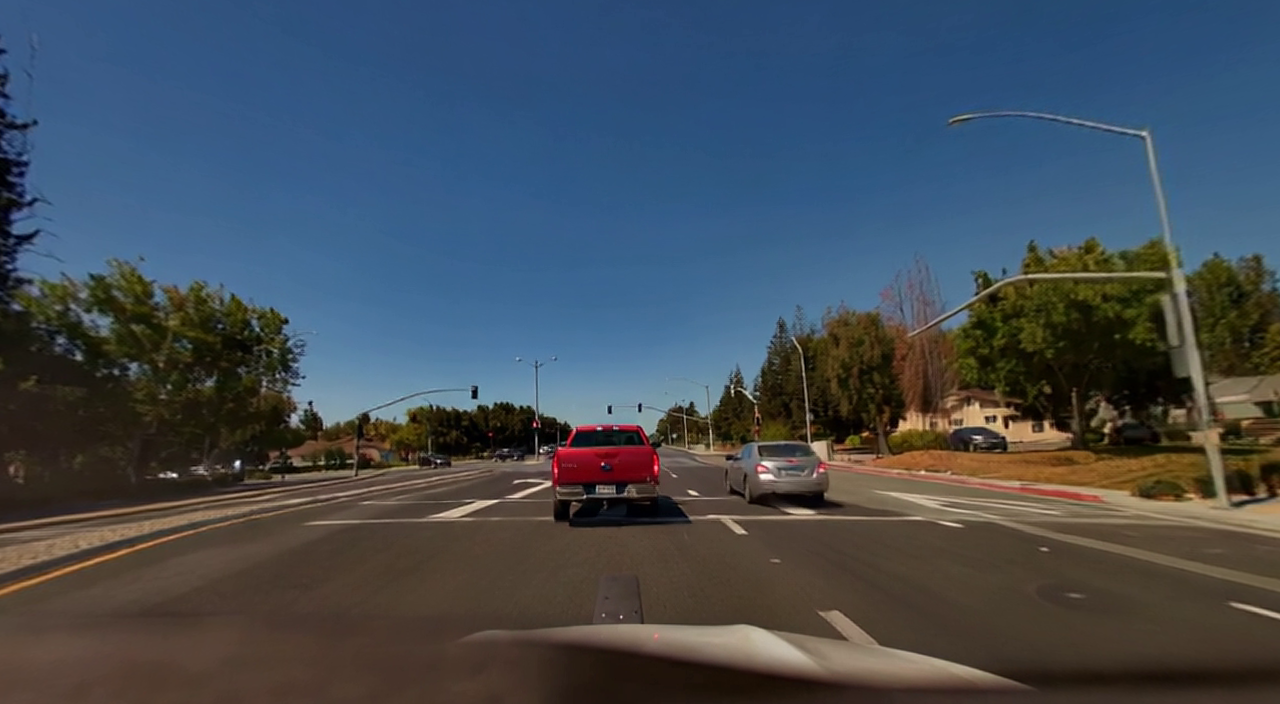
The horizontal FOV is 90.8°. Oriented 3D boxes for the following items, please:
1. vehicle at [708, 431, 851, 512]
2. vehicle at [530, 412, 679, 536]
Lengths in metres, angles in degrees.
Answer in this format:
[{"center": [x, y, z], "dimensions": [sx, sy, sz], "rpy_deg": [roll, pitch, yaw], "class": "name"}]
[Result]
[{"center": [2.875, 2.578, 14.178], "dimensions": [2.073, 1.484, 4.437], "rpy_deg": [0, -8, -2], "class": "vehicle"}, {"center": [-0.528, 2.098, 11.556], "dimensions": [2.145, 1.762, 4.731], "rpy_deg": [0, -8, 0], "class": "vehicle"}]
